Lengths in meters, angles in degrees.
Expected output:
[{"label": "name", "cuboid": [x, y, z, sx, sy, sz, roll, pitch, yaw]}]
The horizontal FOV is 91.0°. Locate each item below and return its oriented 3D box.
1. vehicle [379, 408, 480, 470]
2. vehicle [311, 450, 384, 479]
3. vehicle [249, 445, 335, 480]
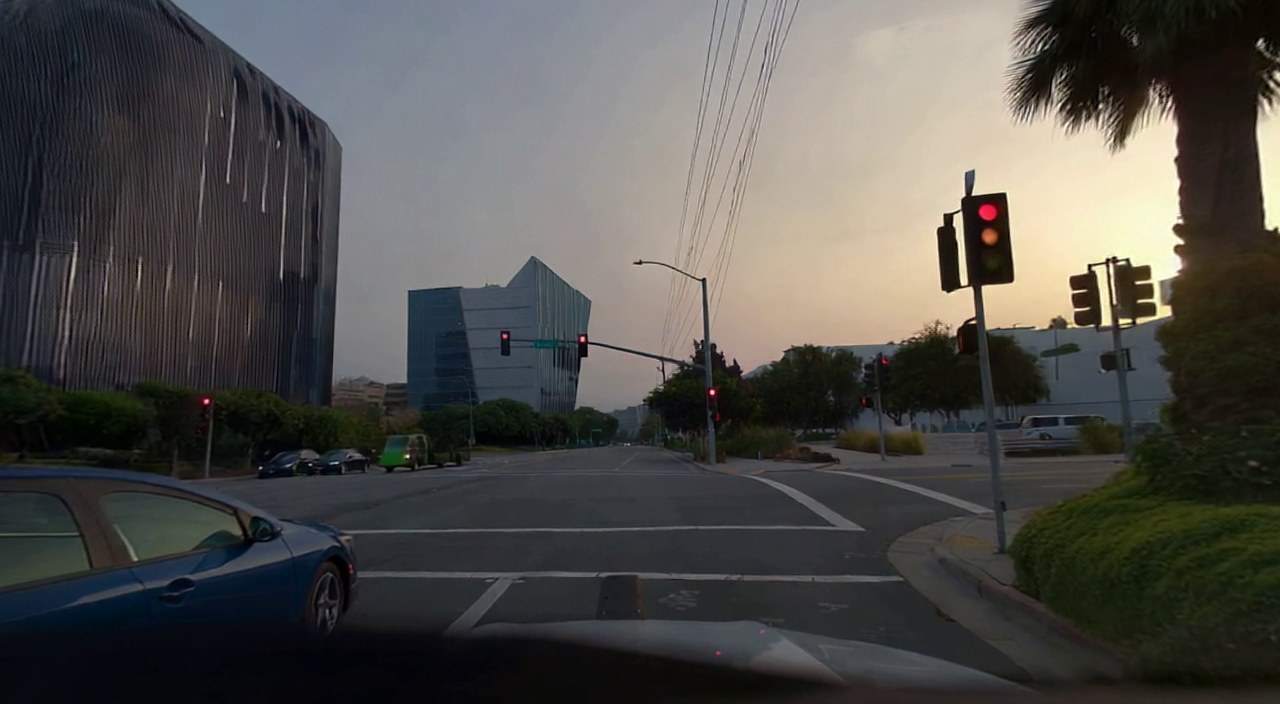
[{"label": "vehicle", "cuboid": [-15.082, 6.499, 46.491, 3.014, 3.949, 11.279, 0, -9, 3]}, {"label": "vehicle", "cuboid": [-15.368, 5.924, 33.294, 1.875, 1.389, 3.784, 0, -9, 3]}, {"label": "vehicle", "cuboid": [-19.097, 6.058, 34.830, 2.017, 1.739, 4.569, 0, -9, 1]}]
